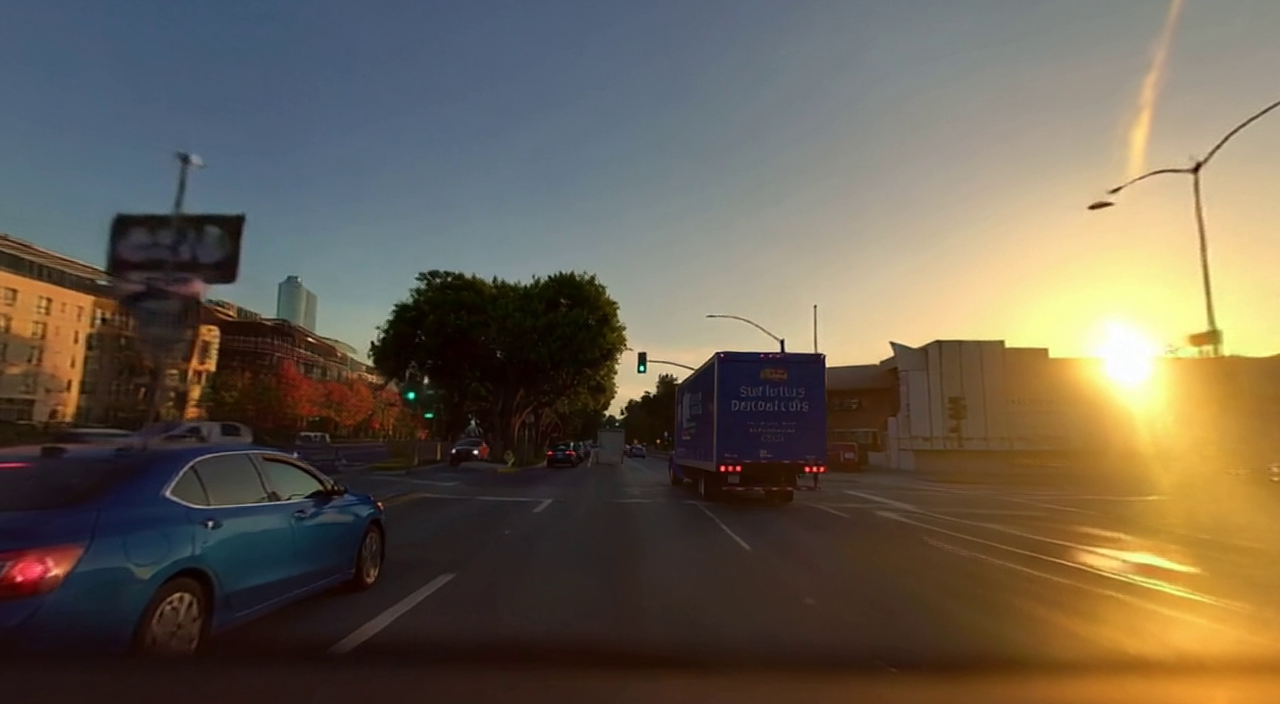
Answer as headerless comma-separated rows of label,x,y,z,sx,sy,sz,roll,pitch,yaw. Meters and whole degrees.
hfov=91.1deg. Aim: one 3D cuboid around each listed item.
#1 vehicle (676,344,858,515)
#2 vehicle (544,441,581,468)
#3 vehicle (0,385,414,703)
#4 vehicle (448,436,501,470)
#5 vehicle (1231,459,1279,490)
vehicle,2.970,2.275,17.758,2.905,3.644,8.441,0,-9,-3
vehicle,-5.415,7.229,44.511,2.388,1.811,4.455,1,-9,-4
vehicle,-3.243,1.154,4.076,1.828,1.515,4.422,0,-9,1
vehicle,-9.701,5.986,37.259,2.374,1.863,4.751,1,-9,-7
vehicle,47.157,9.033,46.499,5.091,2.041,2.327,2,-9,-15
